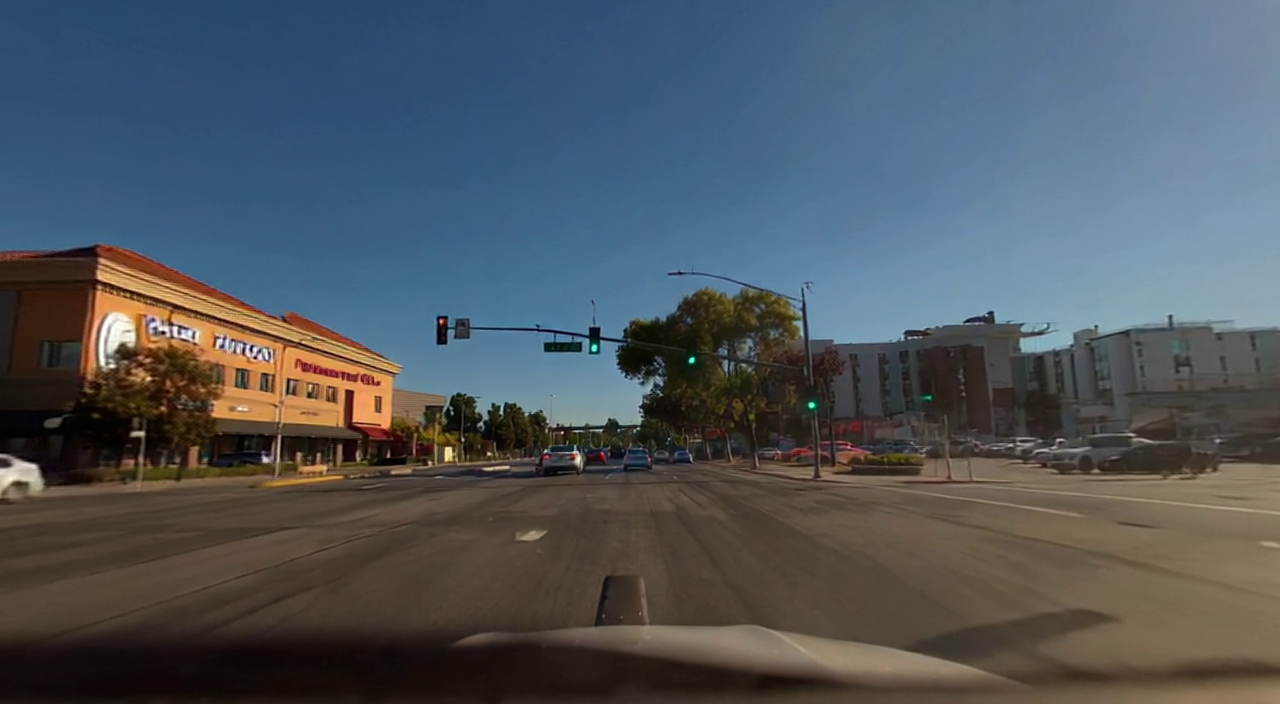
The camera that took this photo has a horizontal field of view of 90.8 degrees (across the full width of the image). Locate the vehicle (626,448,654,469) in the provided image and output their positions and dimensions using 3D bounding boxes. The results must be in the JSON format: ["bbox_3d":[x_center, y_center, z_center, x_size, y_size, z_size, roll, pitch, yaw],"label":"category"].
[{"bbox_3d":[-0.038,8.022,47.712,2.072,1.473,4.139,0,-9,-1],"label":"vehicle"}]

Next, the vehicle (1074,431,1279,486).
[{"bbox_3d":[16.567,3.238,19.351,4.810,1.529,2.142,-2,-9,9],"label":"vehicle"}]

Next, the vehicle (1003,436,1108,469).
[{"bbox_3d":[20.764,5.049,31.891,1.967,1.540,4.966,0,-8,1],"label":"vehicle"}]

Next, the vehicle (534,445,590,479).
[{"bbox_3d":[-3.736,5.388,31.288,2.035,1.564,4.702,-1,-8,2],"label":"vehicle"}]
